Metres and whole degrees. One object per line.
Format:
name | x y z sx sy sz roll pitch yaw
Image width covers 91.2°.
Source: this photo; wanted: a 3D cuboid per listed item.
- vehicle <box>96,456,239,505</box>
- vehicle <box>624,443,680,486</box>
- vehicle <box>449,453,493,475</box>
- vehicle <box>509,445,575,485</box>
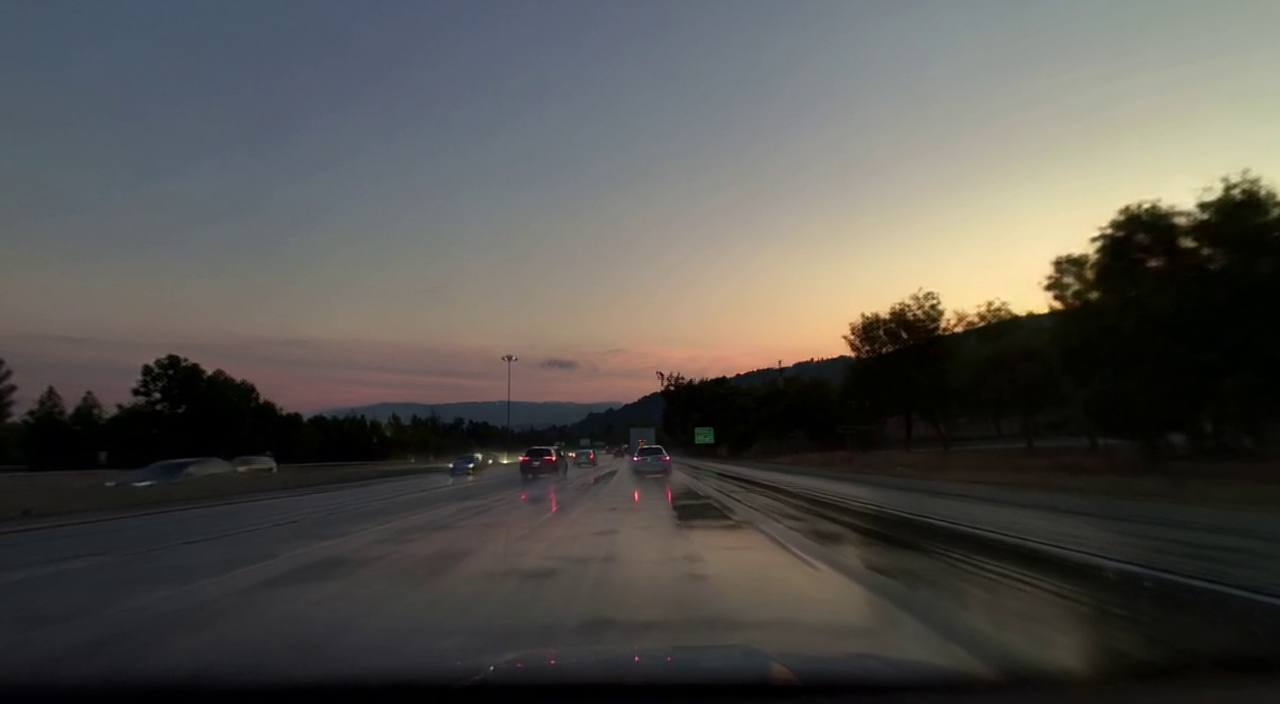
vehicle | -16.789 4.546 22.570 1.874 1.538 4.116 0 -9 0
vehicle | 0.399 4.443 24.954 2.015 1.526 4.286 0 -9 -1
vehicle | -12.482 8.311 46.596 1.954 1.514 4.517 -1 -9 1
vehicle | -3.955 4.630 26.001 1.940 1.502 4.463 -1 -9 1
